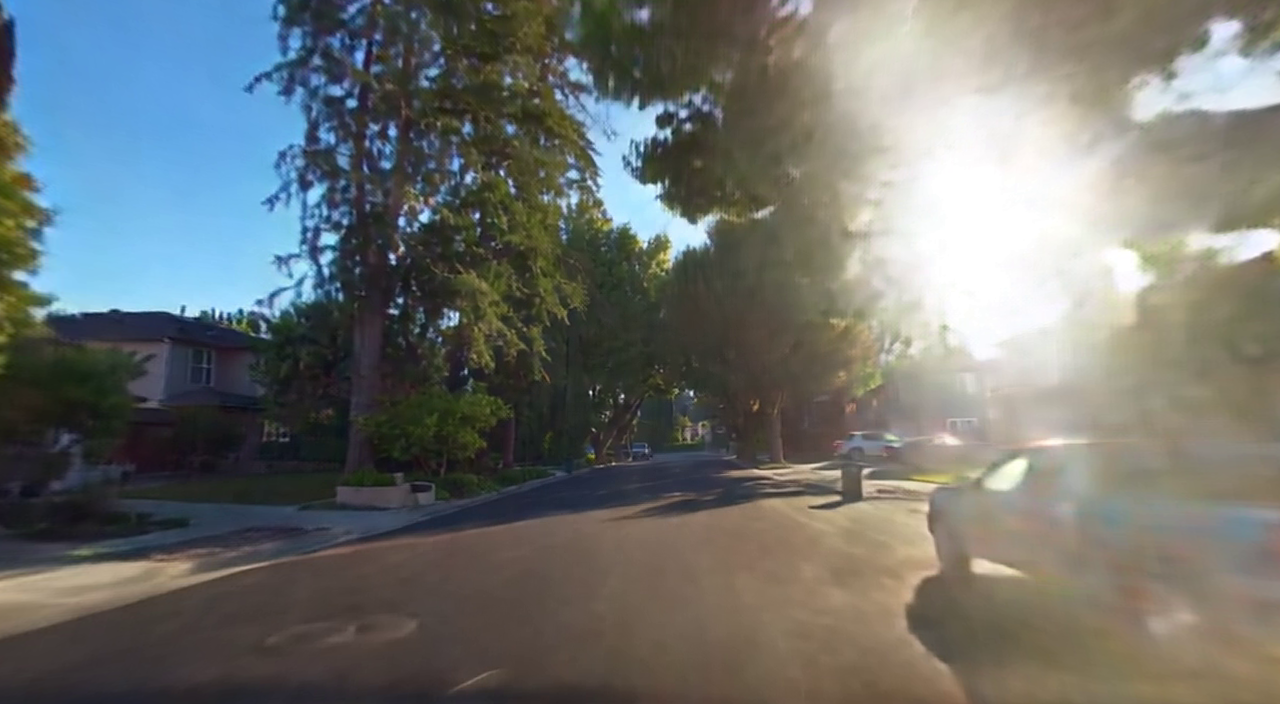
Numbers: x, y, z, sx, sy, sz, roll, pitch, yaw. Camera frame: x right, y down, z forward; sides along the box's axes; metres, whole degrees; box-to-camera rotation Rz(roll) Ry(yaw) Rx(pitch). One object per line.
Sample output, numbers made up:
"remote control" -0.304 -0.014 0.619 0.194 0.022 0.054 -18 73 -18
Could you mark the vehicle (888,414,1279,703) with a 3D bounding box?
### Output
"vehicle" 3.657 1.322 4.730 2.006 1.494 4.211 0 -9 2
